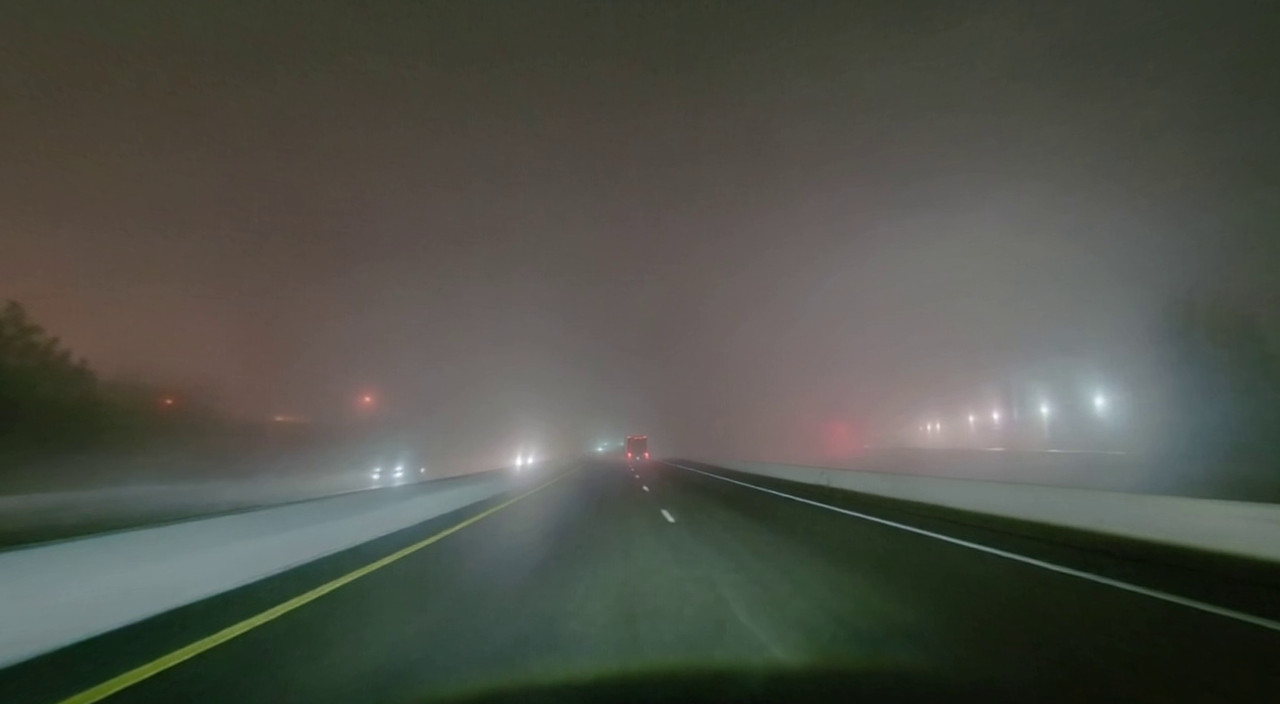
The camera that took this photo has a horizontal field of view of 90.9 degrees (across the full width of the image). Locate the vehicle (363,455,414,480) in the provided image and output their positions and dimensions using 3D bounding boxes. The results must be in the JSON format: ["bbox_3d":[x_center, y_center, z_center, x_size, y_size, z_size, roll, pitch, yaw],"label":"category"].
[{"bbox_3d":[-16.227,7.455,40.871,1.753,1.445,3.967,0,-9,-2],"label":"vehicle"}]
